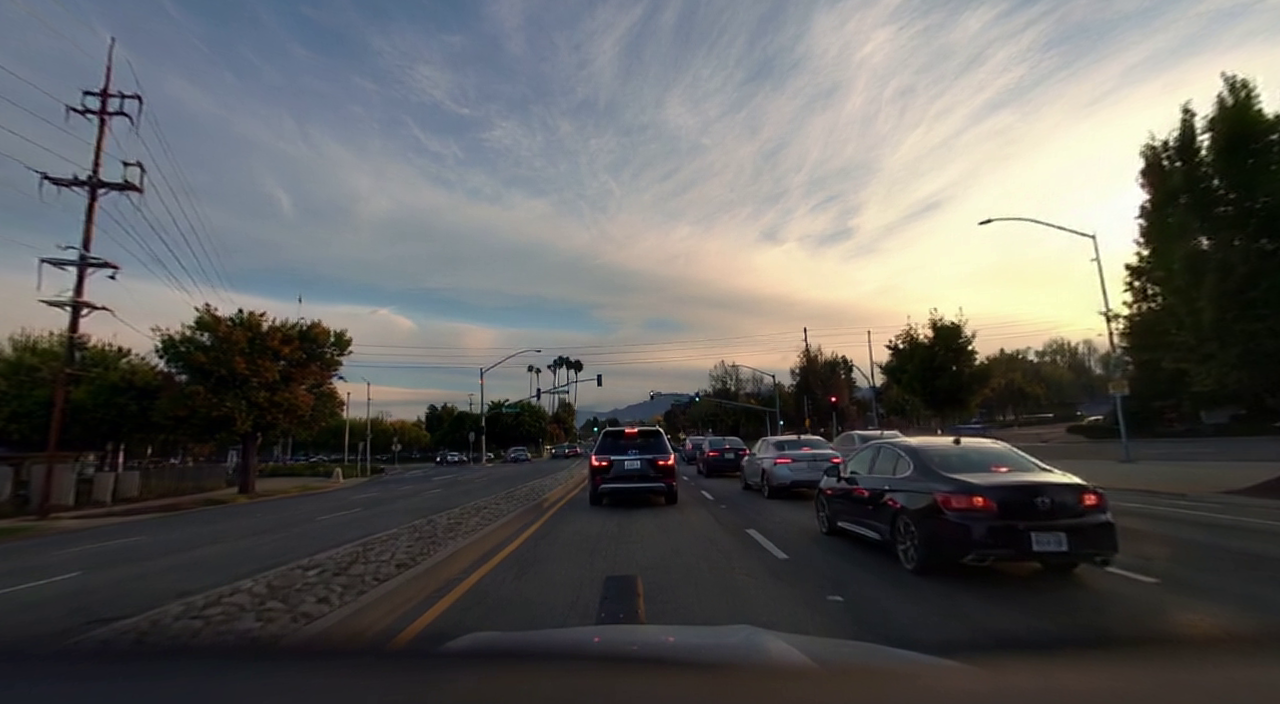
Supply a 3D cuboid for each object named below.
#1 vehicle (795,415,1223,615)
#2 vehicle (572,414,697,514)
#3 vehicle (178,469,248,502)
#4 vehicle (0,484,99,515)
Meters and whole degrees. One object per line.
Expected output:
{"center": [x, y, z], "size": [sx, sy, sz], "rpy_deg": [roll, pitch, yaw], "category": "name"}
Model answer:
{"center": [3.303, 1.543, 6.998], "size": [1.984, 1.462, 4.513], "rpy_deg": [0, -9, 0], "category": "vehicle"}
{"center": [-0.140, 2.378, 13.839], "size": [2.300, 1.821, 4.254], "rpy_deg": [0, -9, -1], "category": "vehicle"}
{"center": [-24.998, 7.760, 36.936], "size": [3.826, 1.522, 1.741], "rpy_deg": [-2, -8, 30], "category": "vehicle"}
{"center": [-33.361, 8.329, 35.777], "size": [3.637, 1.483, 2.007], "rpy_deg": [-1, -7, 1], "category": "vehicle"}
